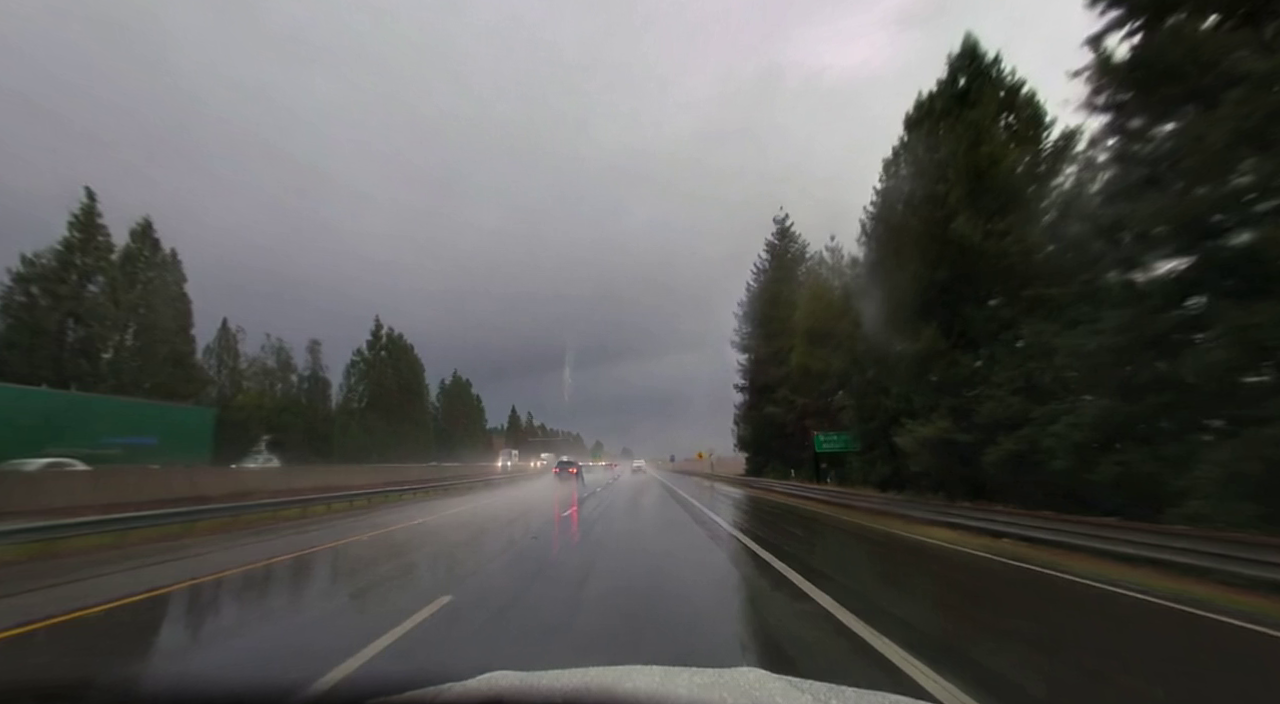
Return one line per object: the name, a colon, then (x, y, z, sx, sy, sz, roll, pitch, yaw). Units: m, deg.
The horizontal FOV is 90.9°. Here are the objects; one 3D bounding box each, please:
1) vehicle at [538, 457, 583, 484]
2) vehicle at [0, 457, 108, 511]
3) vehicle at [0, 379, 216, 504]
vehicle: (-5.150, 7.768, 41.323, 2.175, 1.658, 4.582, 0, -10, 2)
vehicle: (-18.849, 3.979, 19.251, 1.857, 1.503, 3.716, 1, -10, 0)
vehicle: (-22.964, 3.637, 24.705, 2.862, 4.117, 14.145, 1, -10, 0)
